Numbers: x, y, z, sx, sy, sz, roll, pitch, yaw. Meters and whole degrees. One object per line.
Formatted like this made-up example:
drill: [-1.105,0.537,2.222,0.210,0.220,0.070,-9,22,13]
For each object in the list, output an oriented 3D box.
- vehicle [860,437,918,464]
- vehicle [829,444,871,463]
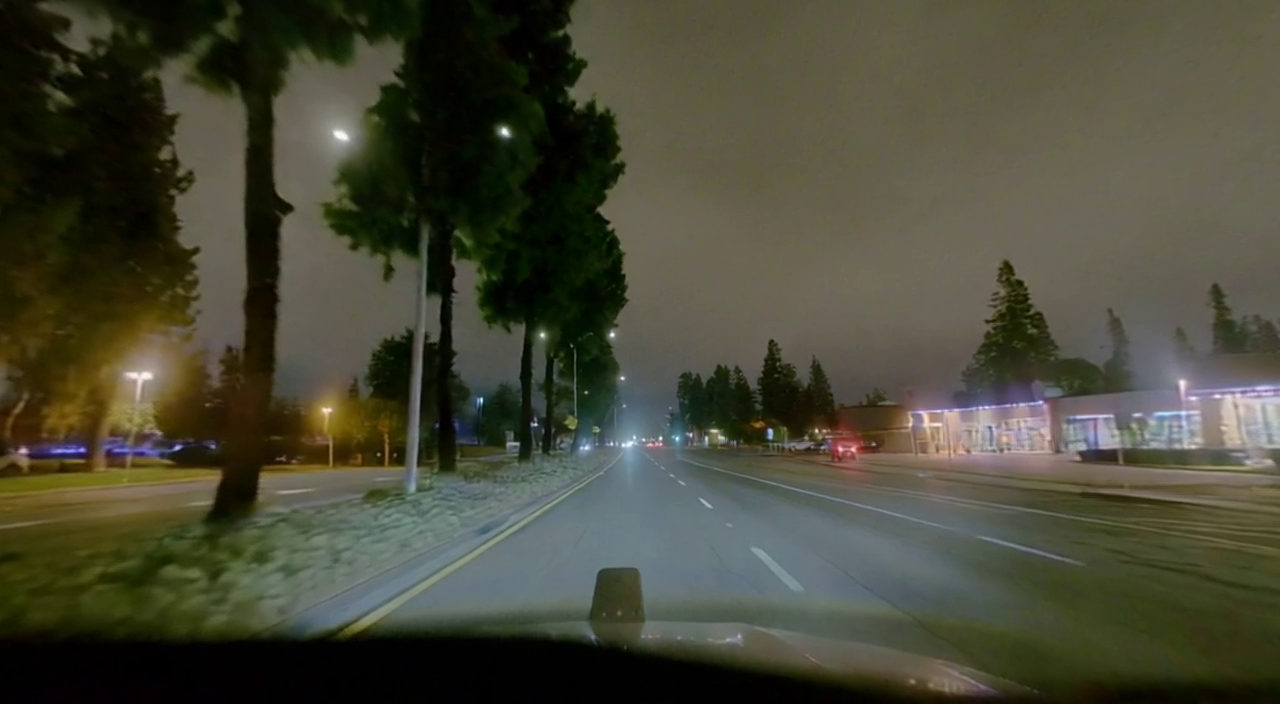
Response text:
vehicle: [19.261,7.636,49.204,2.249,1.876,5.470,0,-7,-1]
vehicle: [16.525,7.991,49.949,1.928,1.426,4.452,-1,-9,3]
